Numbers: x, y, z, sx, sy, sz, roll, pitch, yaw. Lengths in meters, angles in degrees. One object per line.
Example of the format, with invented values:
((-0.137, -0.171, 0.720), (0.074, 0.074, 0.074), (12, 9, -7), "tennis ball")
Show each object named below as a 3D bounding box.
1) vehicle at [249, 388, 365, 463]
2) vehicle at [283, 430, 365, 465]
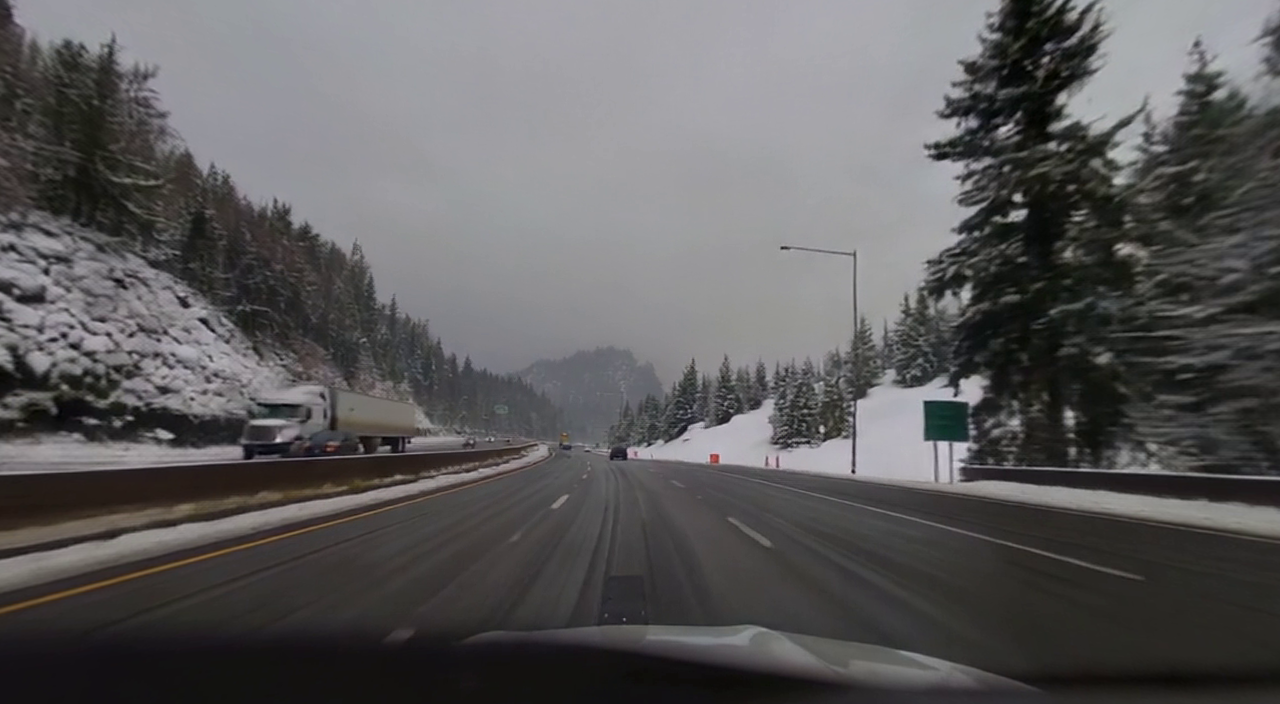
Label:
((-20.559, 4.739, 39.691), (3.015, 4.224, 8.233), (0, -9, -3), "vehicle")
((-16.934, 5.164, 34.095), (2.108, 1.766, 4.764), (0, -9, -3), "vehicle")
